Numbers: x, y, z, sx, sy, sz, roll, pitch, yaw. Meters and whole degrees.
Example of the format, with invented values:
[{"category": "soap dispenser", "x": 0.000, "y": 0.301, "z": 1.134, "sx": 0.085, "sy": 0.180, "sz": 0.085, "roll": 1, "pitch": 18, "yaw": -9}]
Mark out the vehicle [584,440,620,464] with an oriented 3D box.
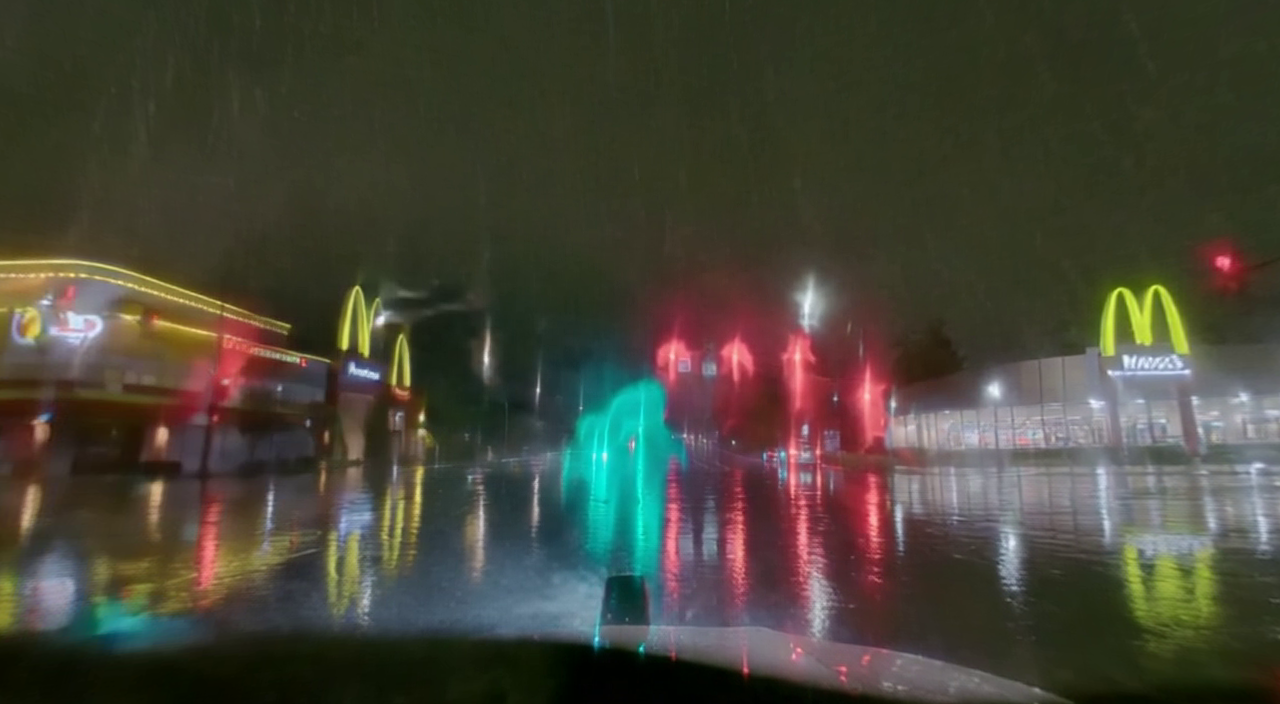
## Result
[{"category": "vehicle", "x": -2.509, "y": 6.661, "z": 42.184, "sx": 2.104, "sy": 1.468, "sz": 4.195, "roll": 0, "pitch": -8, "yaw": 1}]
